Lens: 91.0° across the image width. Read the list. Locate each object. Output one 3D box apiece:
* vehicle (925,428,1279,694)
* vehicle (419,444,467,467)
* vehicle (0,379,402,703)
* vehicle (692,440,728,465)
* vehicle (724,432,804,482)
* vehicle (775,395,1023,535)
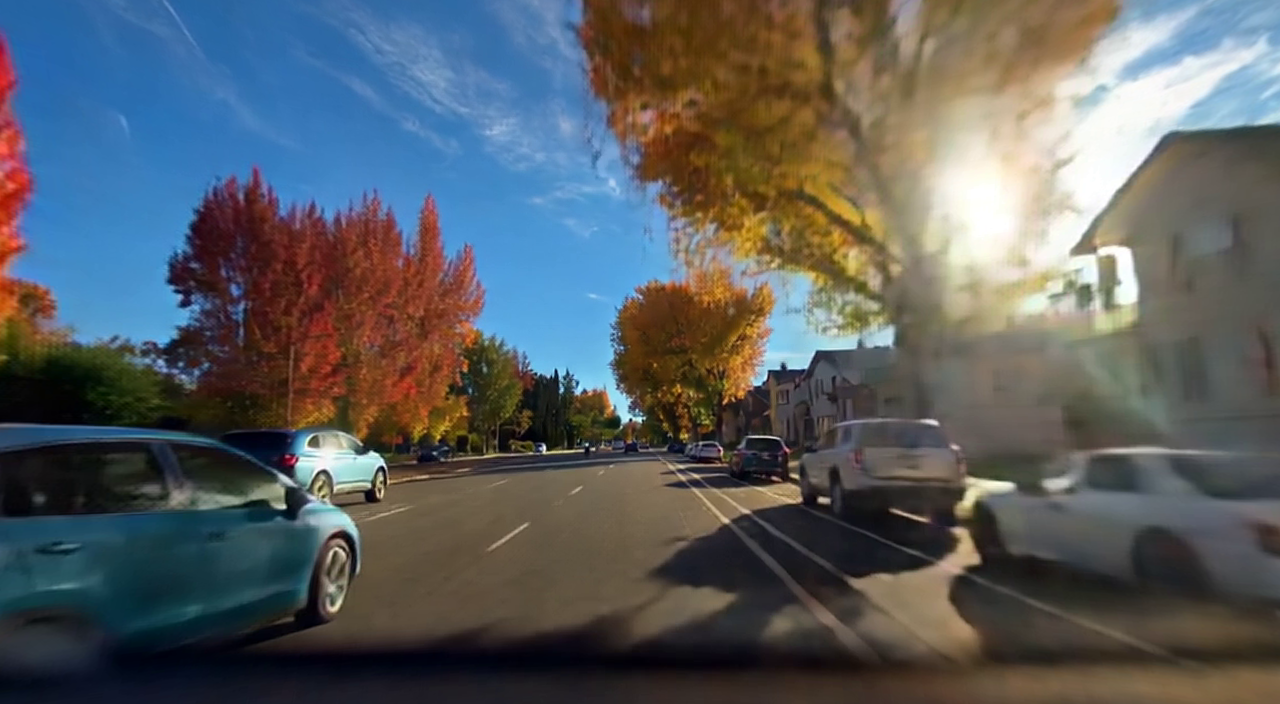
[{"bbox_3d":[4.556,1.487,5.470,1.876,1.510,4.637,1,-9,-2],"label":"vehicle"},{"bbox_3d":[-13.670,7.179,43.887,1.837,1.491,4.378,0,-9,1],"label":"vehicle"},{"bbox_3d":[-3.208,1.022,3.420,1.982,1.478,4.465,0,-9,1],"label":"vehicle"},{"bbox_3d":[4.968,7.219,45.450,2.014,1.700,4.369,1,-9,-1],"label":"vehicle"},{"bbox_3d":[4.861,4.226,25.629,2.164,1.793,5.671,0,-9,1],"label":"vehicle"},{"bbox_3d":[4.626,2.199,12.862,2.374,2.104,6.508,0,-9,1],"label":"vehicle"}]
